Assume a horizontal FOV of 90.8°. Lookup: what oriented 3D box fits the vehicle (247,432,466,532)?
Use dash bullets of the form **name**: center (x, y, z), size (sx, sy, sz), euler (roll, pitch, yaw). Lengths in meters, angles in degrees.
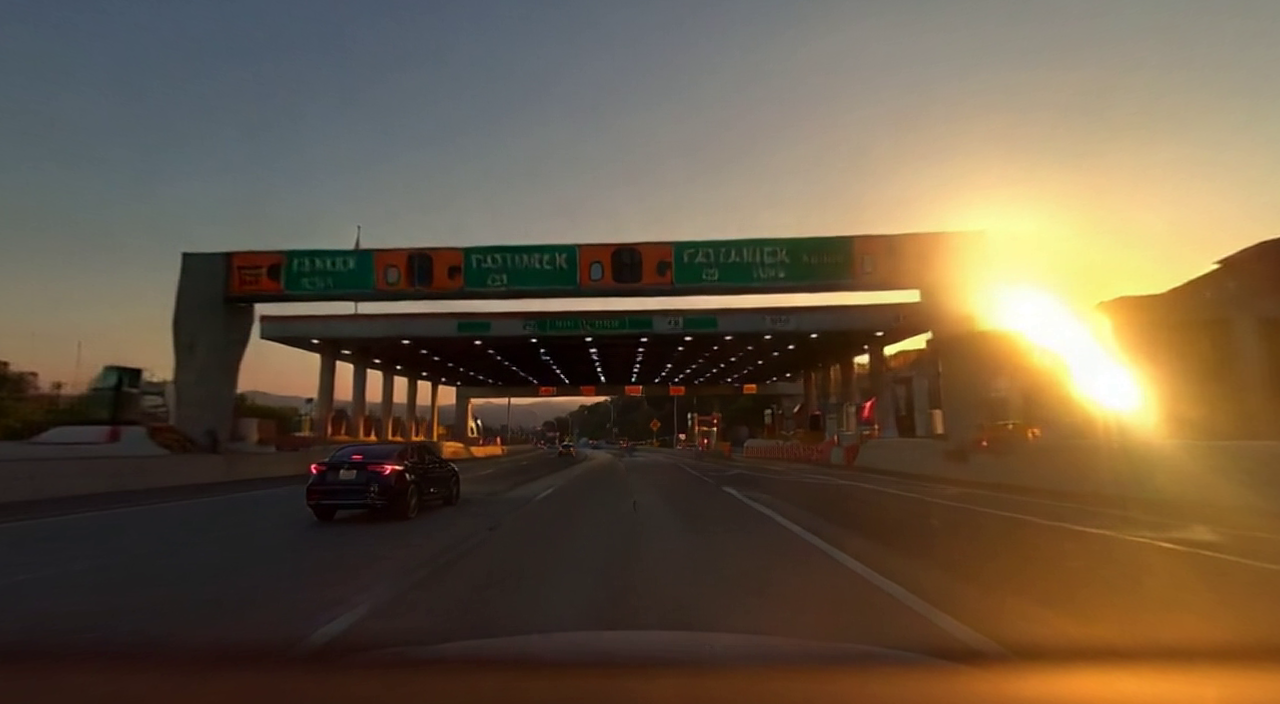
- **vehicle**: center (-4.821, 2.251, 11.597), size (1.981, 1.465, 4.334), euler (0, -8, 0)
